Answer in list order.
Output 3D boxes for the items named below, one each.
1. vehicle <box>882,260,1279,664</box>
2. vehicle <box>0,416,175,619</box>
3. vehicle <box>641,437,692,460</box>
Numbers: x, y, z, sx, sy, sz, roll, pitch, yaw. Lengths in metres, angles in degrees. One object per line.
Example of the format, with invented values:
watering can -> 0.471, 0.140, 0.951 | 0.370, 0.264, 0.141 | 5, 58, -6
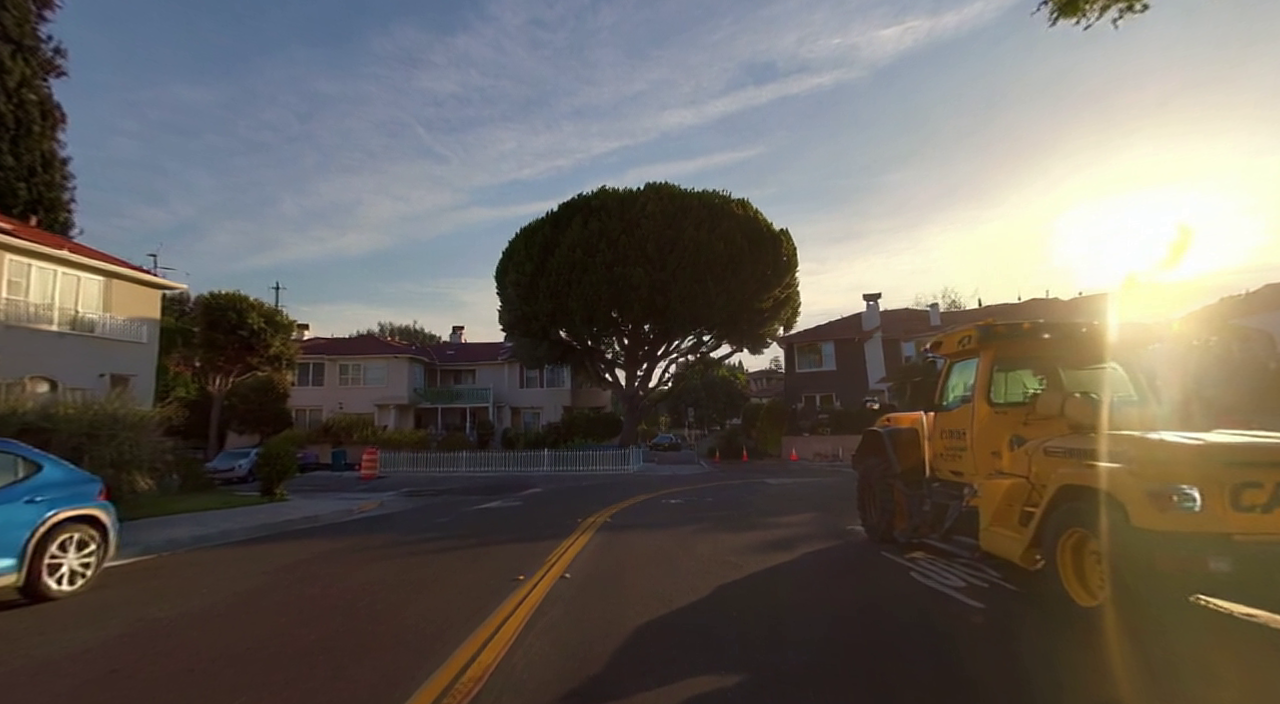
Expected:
vehicle -> 4.349, 0.927, 5.938 | 2.501, 2.613, 3.505 | 0, -9, -4
vehicle -> -6.714, 1.386, 5.065 | 2.220, 1.765, 4.799 | 0, -8, 1
vehicle -> 1.932, 7.192, 47.002 | 3.629, 1.578, 1.802 | 0, -8, -1
